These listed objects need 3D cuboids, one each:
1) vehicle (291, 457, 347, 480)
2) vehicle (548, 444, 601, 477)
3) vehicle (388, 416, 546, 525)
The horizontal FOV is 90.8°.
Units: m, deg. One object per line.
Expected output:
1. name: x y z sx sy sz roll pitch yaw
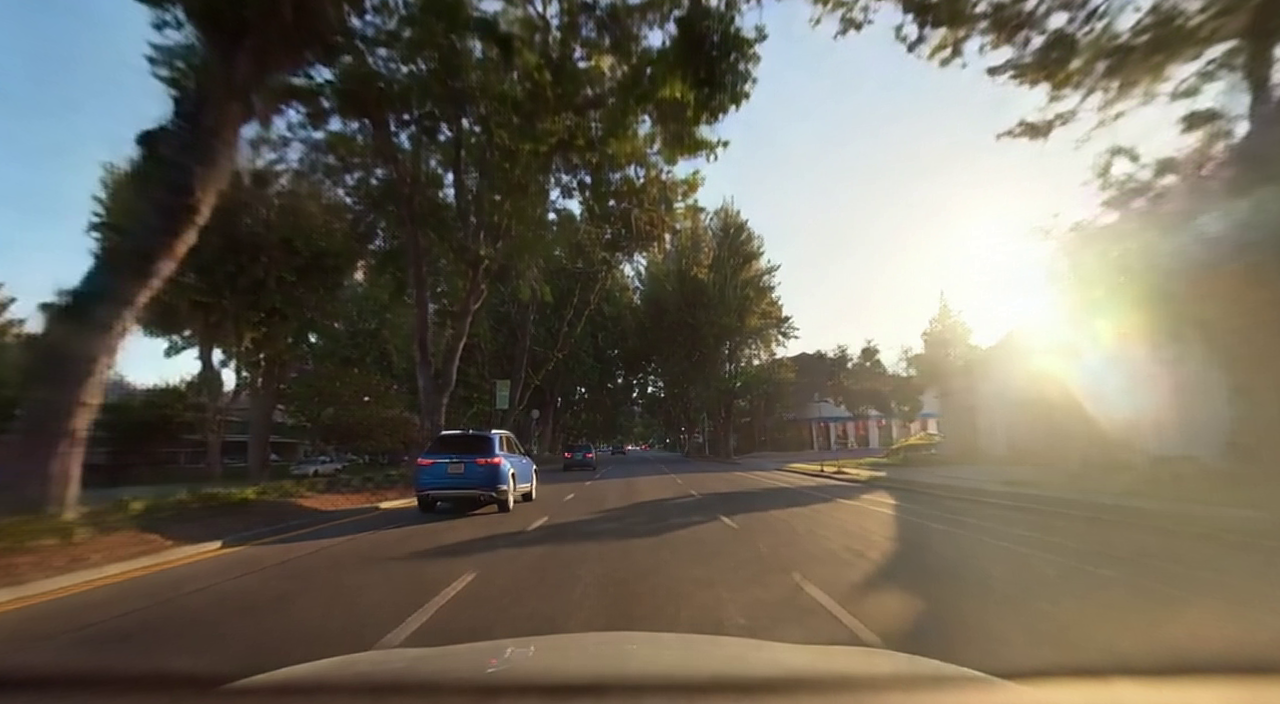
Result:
1. vehicle: -22.917 8.305 45.272 1.906 1.494 3.966 0 -9 0
2. vehicle: -3.045 5.179 30.466 2.069 1.470 4.601 0 -9 0
3. vehicle: -3.267 2.345 12.986 2.042 1.817 4.364 0 -9 -1
